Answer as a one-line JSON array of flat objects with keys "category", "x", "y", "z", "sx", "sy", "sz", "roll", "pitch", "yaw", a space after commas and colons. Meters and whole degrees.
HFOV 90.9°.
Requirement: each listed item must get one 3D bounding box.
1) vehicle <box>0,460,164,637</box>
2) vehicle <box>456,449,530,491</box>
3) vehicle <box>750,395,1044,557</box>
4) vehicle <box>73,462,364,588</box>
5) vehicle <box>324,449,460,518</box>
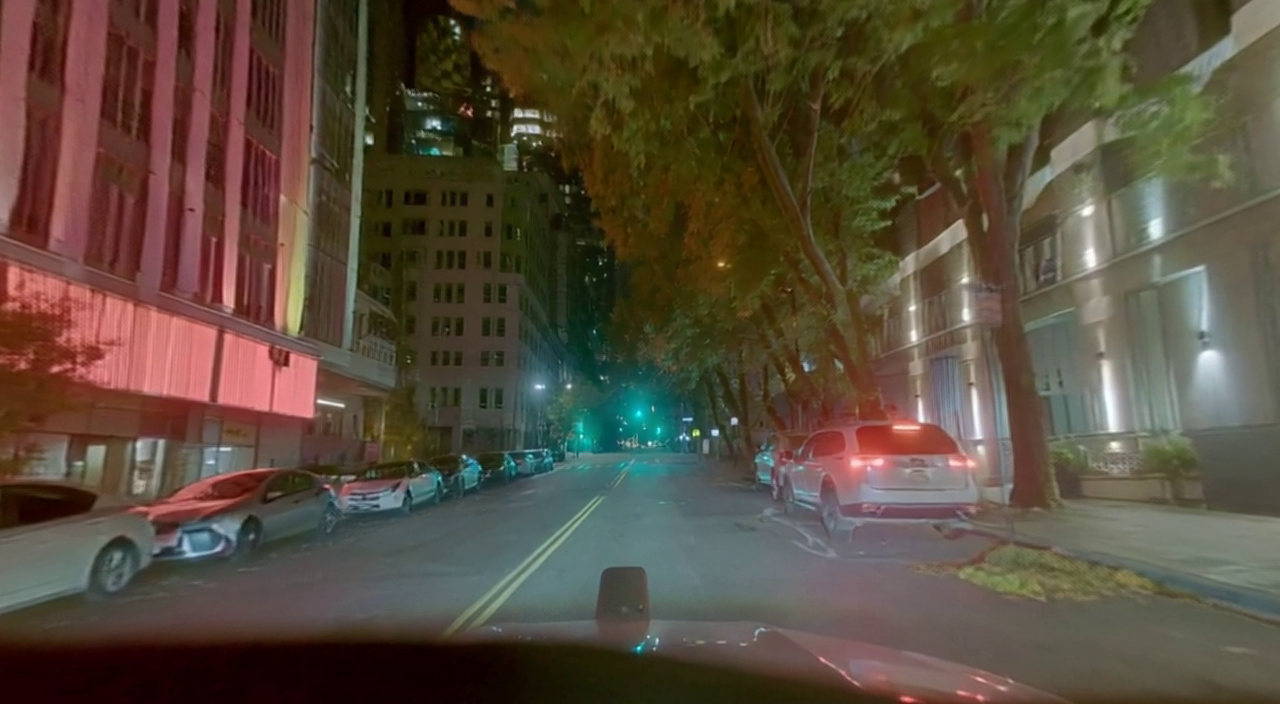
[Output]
[{"category": "vehicle", "x": -6.935, "y": 1.867, "z": 5.572, "sx": 1.944, "sy": 1.574, "sz": 4.717, "roll": -3, "pitch": -8, "yaw": -2}, {"category": "vehicle", "x": -6.440, "y": 5.183, "z": 28.161, "sx": 2.270, "sy": 1.539, "sz": 4.855, "roll": -3, "pitch": -8, "yaw": -2}, {"category": "vehicle", "x": 3.973, "y": 2.096, "z": 11.495, "sx": 2.568, "sy": 2.001, "sz": 5.999, "roll": -3, "pitch": -8, "yaw": -2}, {"category": "vehicle", "x": -6.863, "y": 2.807, "z": 11.167, "sx": 1.889, "sy": 1.451, "sz": 5.013, "roll": -3, "pitch": -8, "yaw": -2}, {"category": "vehicle", "x": -6.690, "y": 3.536, "z": 17.601, "sx": 2.110, "sy": 1.498, "sz": 4.555, "roll": -3, "pitch": -8, "yaw": -2}]
